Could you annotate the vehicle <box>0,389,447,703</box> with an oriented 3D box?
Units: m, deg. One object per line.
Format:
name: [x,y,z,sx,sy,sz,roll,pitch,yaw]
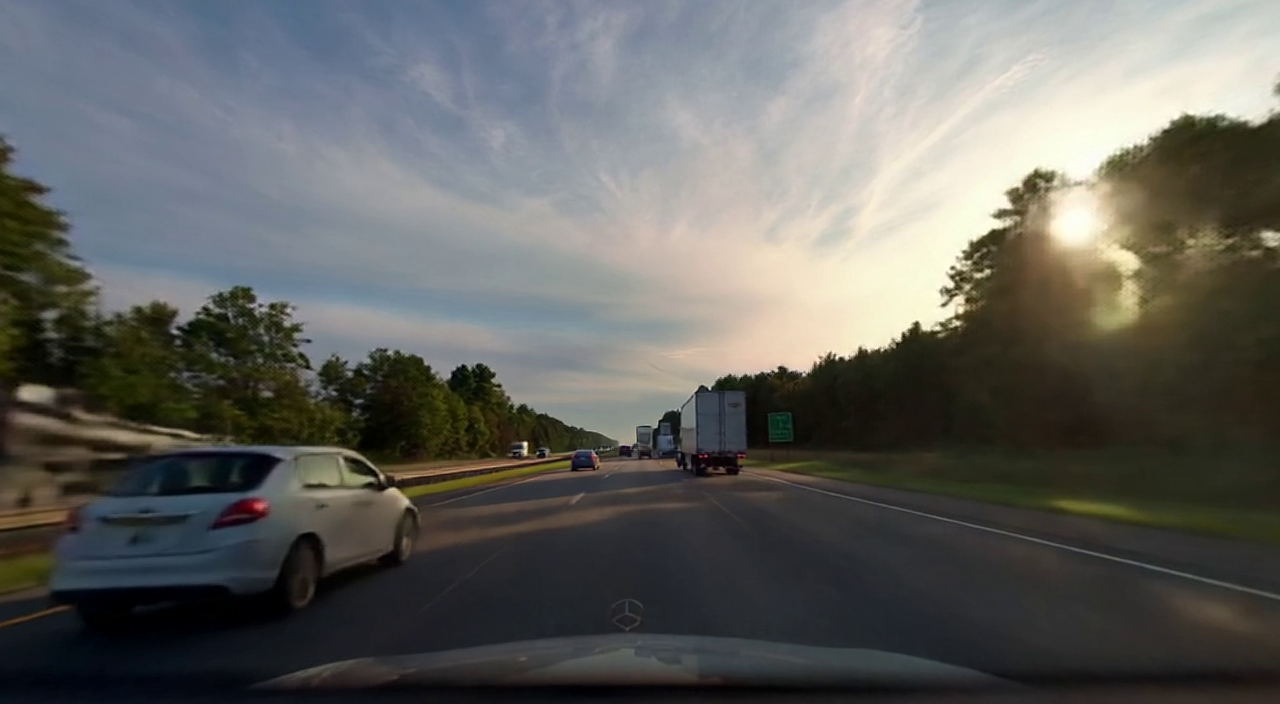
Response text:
vehicle: [-3.276,1.279,4.641,2.104,1.526,4.940,0,-9,1]

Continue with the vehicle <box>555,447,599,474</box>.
vehicle: [-3.609,6.331,36.922,2.121,1.445,4.651,0,-9,0]

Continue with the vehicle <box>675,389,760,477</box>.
vehicle: [4.018,4.920,36.695,2.974,4.083,14.389,0,-9,0]
